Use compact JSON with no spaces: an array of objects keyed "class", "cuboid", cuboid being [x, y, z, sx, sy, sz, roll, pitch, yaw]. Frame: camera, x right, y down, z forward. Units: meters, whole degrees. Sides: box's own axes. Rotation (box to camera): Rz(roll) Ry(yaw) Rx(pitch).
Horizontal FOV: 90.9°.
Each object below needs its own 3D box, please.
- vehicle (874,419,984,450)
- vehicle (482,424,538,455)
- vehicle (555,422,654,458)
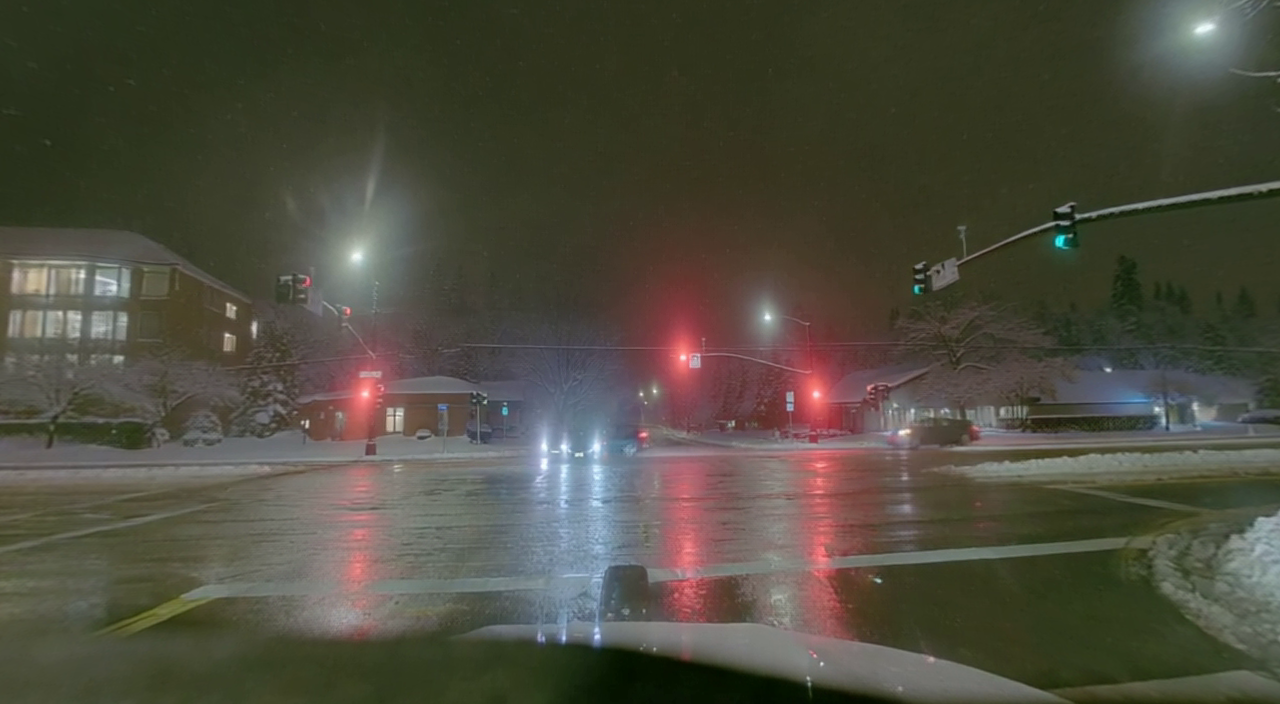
[{"class":"vehicle","cuboid":[14.104,4.055,30.896,4.510,1.431,1.884,1,-9,-7]},{"class":"vehicle","cuboid":[-8.337,5.729,40.874,2.000,1.864,5.044,-1,-9,7]},{"class":"vehicle","cuboid":[-1.663,4.079,29.161,4.407,1.569,1.859,1,-9,-6]}]
